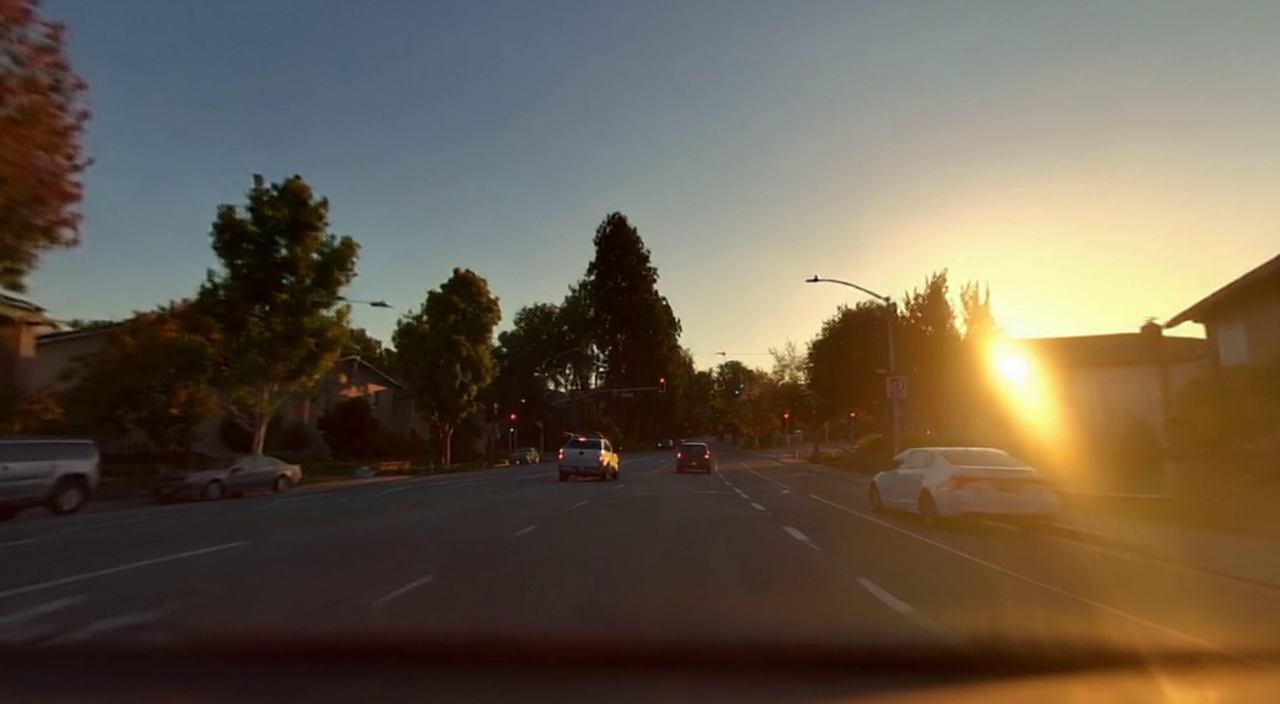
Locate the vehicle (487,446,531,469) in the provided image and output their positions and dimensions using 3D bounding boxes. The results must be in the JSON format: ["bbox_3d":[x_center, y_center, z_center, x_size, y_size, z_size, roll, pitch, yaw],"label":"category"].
[{"bbox_3d":[-8.965,7.253,43.533,1.876,1.492,3.790,-1,-9,5],"label":"vehicle"}]

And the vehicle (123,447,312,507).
[{"bbox_3d":[-11.911,3.495,18.308,1.782,1.472,4.744,-1,-8,7],"label":"vehicle"}]

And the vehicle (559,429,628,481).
[{"bbox_3d":[-1.706,3.977,24.665,1.877,1.827,4.298,-1,-8,7],"label":"vehicle"}]

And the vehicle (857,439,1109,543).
[{"bbox_3d":[5.848,2.388,11.731,2.104,1.489,4.962,0,-8,3],"label":"vehicle"}]

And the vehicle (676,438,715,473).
[{"bbox_3d":[2.895,5.290,32.543,1.852,1.680,4.488,-1,-8,6],"label":"vehicle"}]

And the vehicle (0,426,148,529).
[{"bbox_3d":[-12.640,2.395,12.260,2.115,1.853,4.745,-1,-8,4],"label":"vehicle"}]
